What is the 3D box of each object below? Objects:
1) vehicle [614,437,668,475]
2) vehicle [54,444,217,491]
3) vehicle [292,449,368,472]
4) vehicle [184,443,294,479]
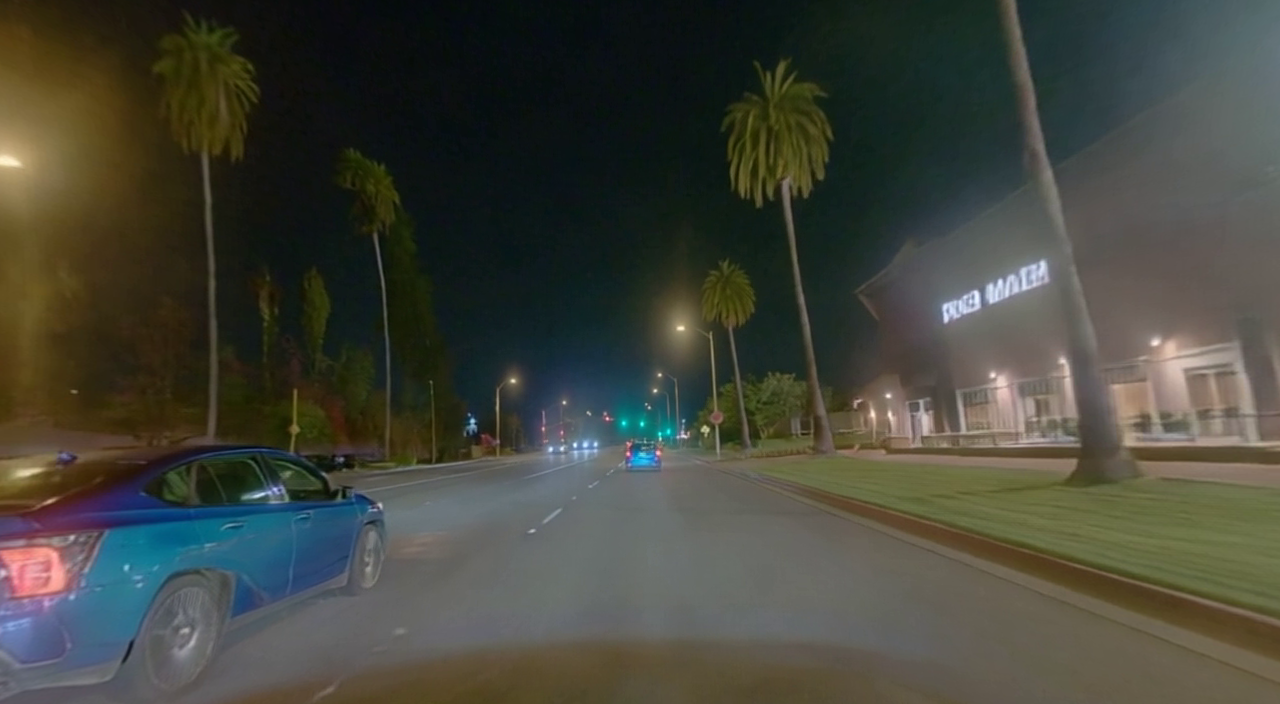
[{"bbox_3d":[0.056,4.447,27.066,2.144,1.514,4.063,0,-9,0],"label":"vehicle"},{"bbox_3d":[-21.317,4.879,26.705,4.979,1.893,2.084,0,-9,-2],"label":"vehicle"},{"bbox_3d":[-21.185,7.419,43.105,4.440,1.498,2.001,3,-9,-20],"label":"vehicle"},{"bbox_3d":[-21.767,5.918,34.186,4.536,1.838,2.042,0,-9,2],"label":"vehicle"}]
